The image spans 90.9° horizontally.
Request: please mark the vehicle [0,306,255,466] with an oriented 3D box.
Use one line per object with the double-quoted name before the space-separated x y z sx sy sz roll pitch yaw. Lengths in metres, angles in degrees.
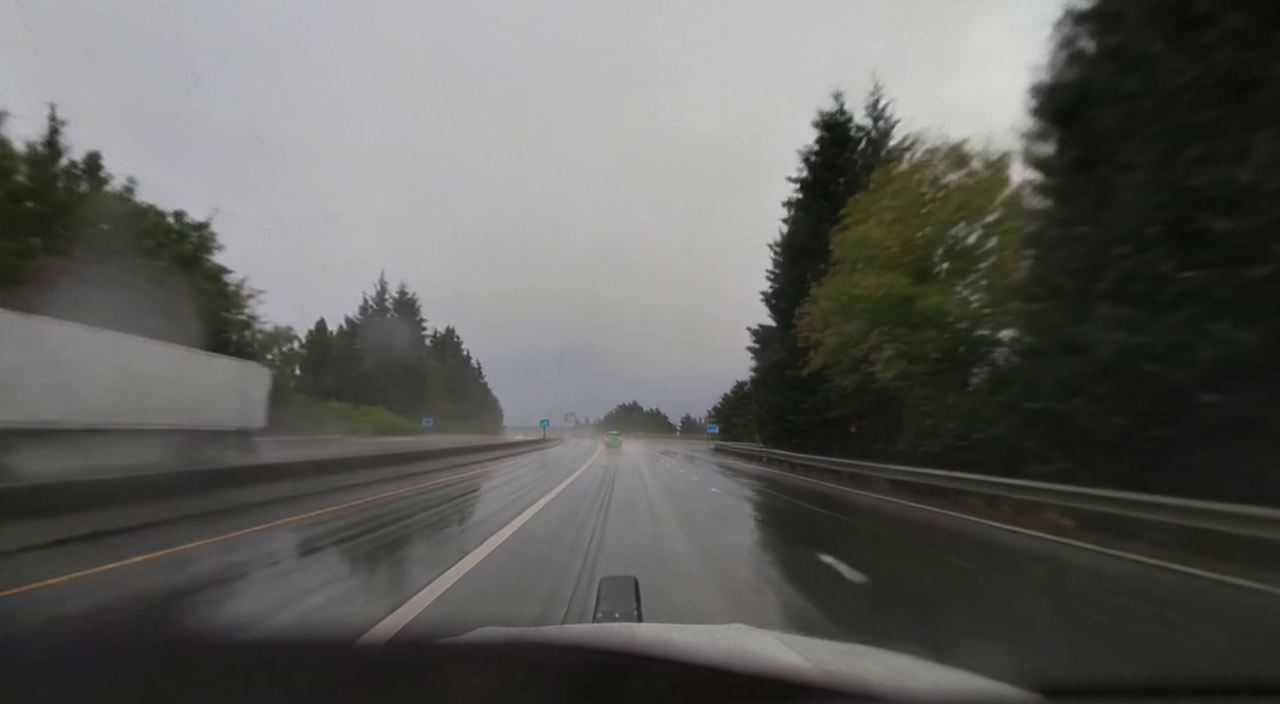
"vehicle" -17.345 1.281 18.800 2.903 3.910 14.634 0 -8 -2
